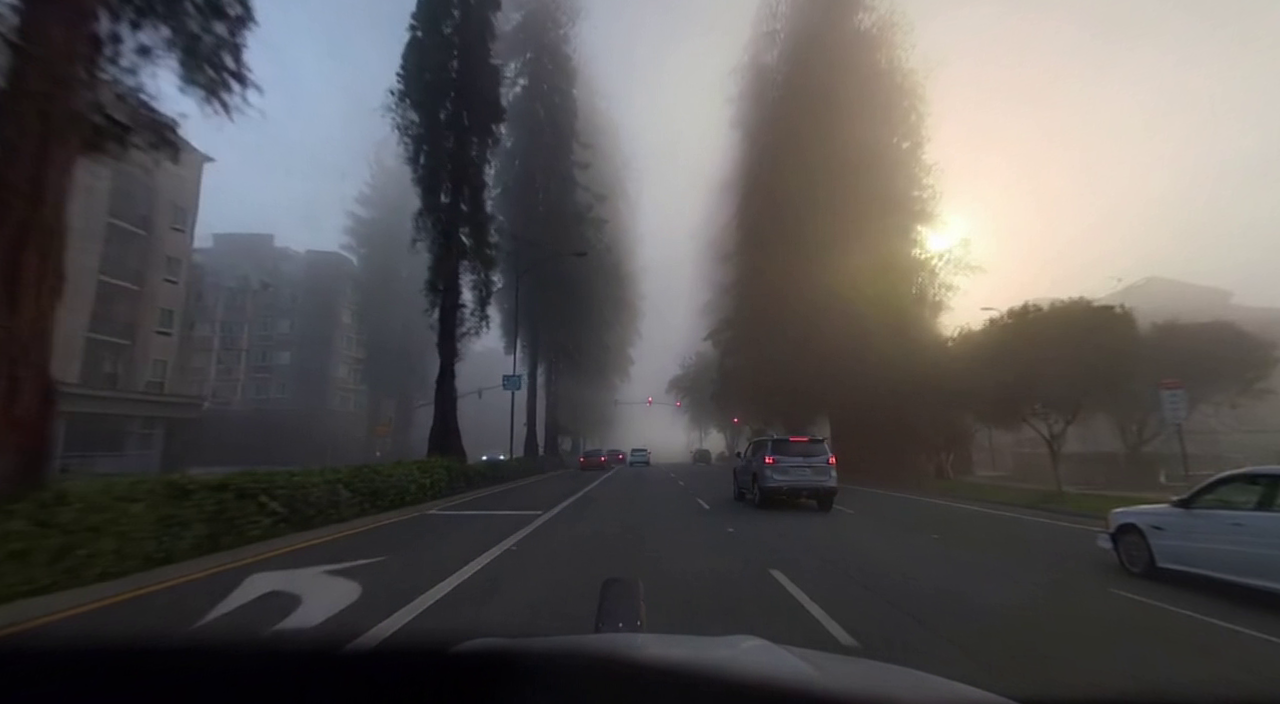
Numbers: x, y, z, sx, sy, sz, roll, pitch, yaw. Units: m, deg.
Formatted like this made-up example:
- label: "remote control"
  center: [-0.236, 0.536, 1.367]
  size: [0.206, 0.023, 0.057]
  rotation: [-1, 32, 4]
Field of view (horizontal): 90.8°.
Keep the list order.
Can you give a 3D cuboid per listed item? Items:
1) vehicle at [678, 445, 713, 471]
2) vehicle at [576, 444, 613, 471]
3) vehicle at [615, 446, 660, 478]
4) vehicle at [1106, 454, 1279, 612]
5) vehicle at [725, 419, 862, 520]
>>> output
- label: "vehicle"
  center: [3.791, 7.294, 43.798]
  size: [1.922, 1.708, 4.126]
  rotation: [0, -9, -1]
- label: "vehicle"
  center: [-2.897, 6.824, 41.000]
  size: [1.962, 1.632, 3.979]
  rotation: [0, -9, 1]
- label: "vehicle"
  center: [-0.109, 5.409, 31.290]
  size: [2.119, 1.460, 3.847]
  rotation: [0, -9, 0]
- label: "vehicle"
  center: [6.973, 1.743, 5.871]
  size: [2.003, 1.428, 4.330]
  rotation: [3, -9, 0]
- label: "vehicle"
  center: [3.272, 2.613, 14.492]
  size: [2.035, 1.940, 4.299]
  rotation: [0, -9, 0]
